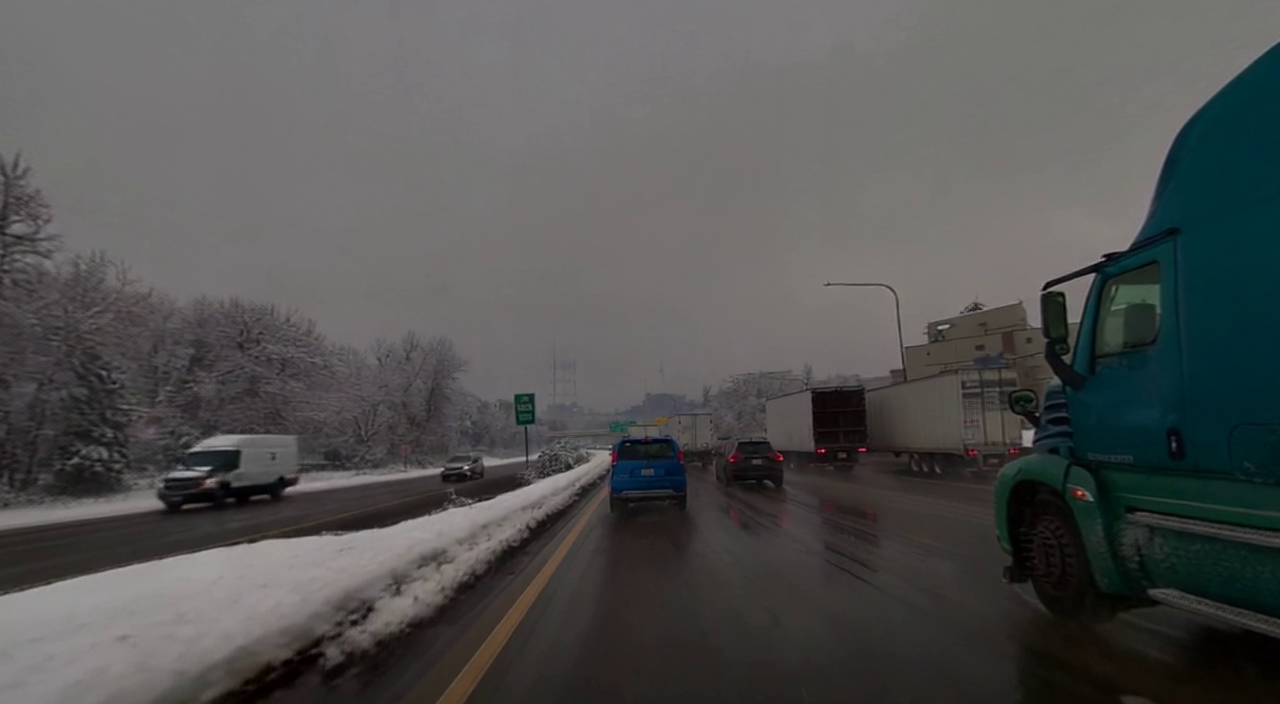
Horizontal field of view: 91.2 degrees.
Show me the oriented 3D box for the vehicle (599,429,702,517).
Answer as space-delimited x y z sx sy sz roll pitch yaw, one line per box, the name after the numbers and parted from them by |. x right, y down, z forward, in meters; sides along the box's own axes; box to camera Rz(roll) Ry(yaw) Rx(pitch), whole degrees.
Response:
0.199 2.587 13.794 1.965 1.664 3.428 0 -9 0 | vehicle

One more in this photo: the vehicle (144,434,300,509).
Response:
-16.634 4.755 25.498 2.234 2.649 5.960 0 -9 -1 | vehicle

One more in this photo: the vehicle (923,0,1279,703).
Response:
4.204 -0.049 2.774 2.987 3.877 5.881 0 -9 0 | vehicle

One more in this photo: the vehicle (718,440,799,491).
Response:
3.832 3.720 20.856 1.859 1.512 3.711 0 -9 -2 | vehicle

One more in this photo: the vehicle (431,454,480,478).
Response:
-12.368 7.658 42.293 1.921 1.504 4.633 0 -9 0 | vehicle
